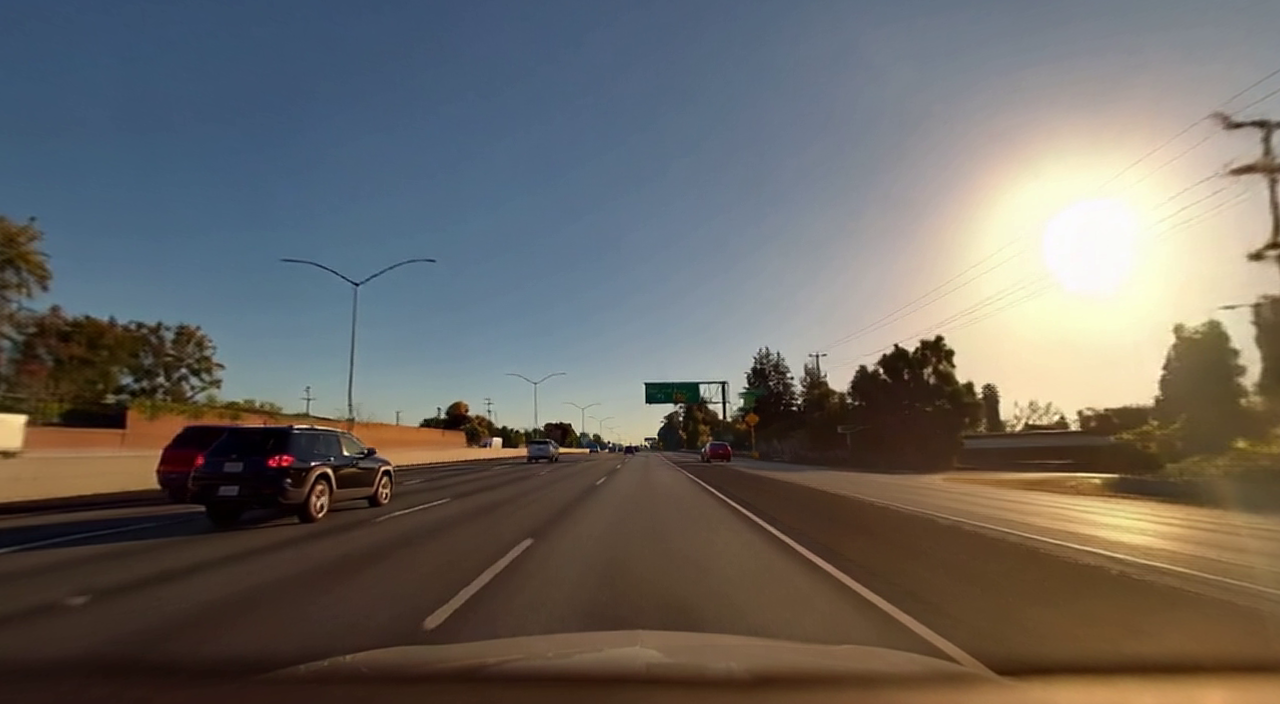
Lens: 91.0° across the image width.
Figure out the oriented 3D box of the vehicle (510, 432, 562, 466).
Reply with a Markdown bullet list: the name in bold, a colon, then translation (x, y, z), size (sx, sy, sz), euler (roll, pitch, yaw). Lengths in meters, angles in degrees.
- **vehicle**: translation (-6.225, 5.881, 38.223), size (2.255, 1.934, 4.868), euler (0, -9, 1)

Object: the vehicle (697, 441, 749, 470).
- **vehicle**: translation (4.535, 5.768, 35.272), size (2.251, 1.520, 4.550), euler (1, -9, -1)

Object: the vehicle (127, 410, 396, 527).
- **vehicle**: translation (-6.487, 2.070, 11.642), size (2.058, 1.698, 4.567), euler (0, -9, 1)
